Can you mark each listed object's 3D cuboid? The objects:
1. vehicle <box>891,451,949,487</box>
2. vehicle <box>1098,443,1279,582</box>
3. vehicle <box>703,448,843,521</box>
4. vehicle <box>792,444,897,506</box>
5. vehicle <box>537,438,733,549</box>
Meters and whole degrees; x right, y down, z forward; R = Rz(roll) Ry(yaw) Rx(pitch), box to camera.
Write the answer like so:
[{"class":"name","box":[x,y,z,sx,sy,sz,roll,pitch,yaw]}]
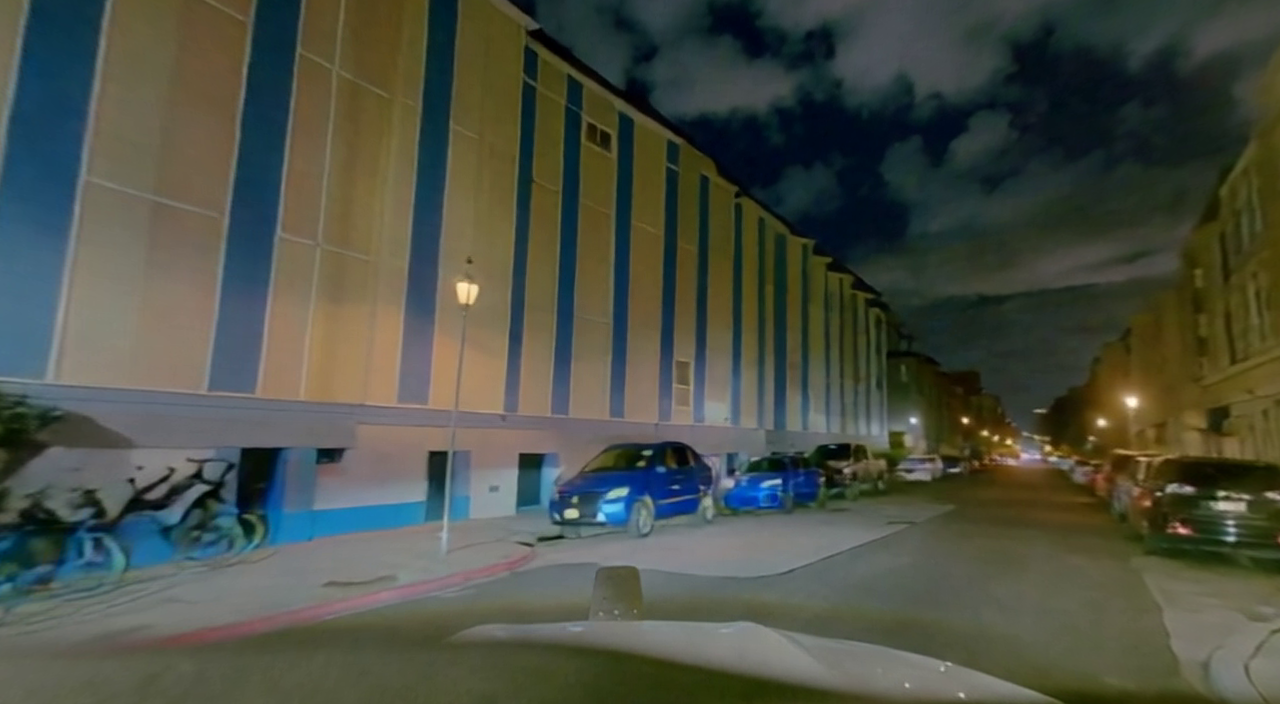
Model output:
[{"class":"vehicle","box":[13.379,5.503,29.970,1.840,1.493,3.761,-5,-9,33]},{"class":"vehicle","box":[8.456,2.239,9.645,1.883,1.615,4.234,-5,-9,31]},{"class":"vehicle","box":[3.384,3.094,15.335,1.830,1.427,4.294,-5,-9,33]},{"class":"vehicle","box":[6.466,3.709,19.602,1.942,1.629,4.302,-5,-9,34]},{"class":"vehicle","box":[0.071,2.234,10.675,1.719,1.519,3.414,-5,-9,32]}]
